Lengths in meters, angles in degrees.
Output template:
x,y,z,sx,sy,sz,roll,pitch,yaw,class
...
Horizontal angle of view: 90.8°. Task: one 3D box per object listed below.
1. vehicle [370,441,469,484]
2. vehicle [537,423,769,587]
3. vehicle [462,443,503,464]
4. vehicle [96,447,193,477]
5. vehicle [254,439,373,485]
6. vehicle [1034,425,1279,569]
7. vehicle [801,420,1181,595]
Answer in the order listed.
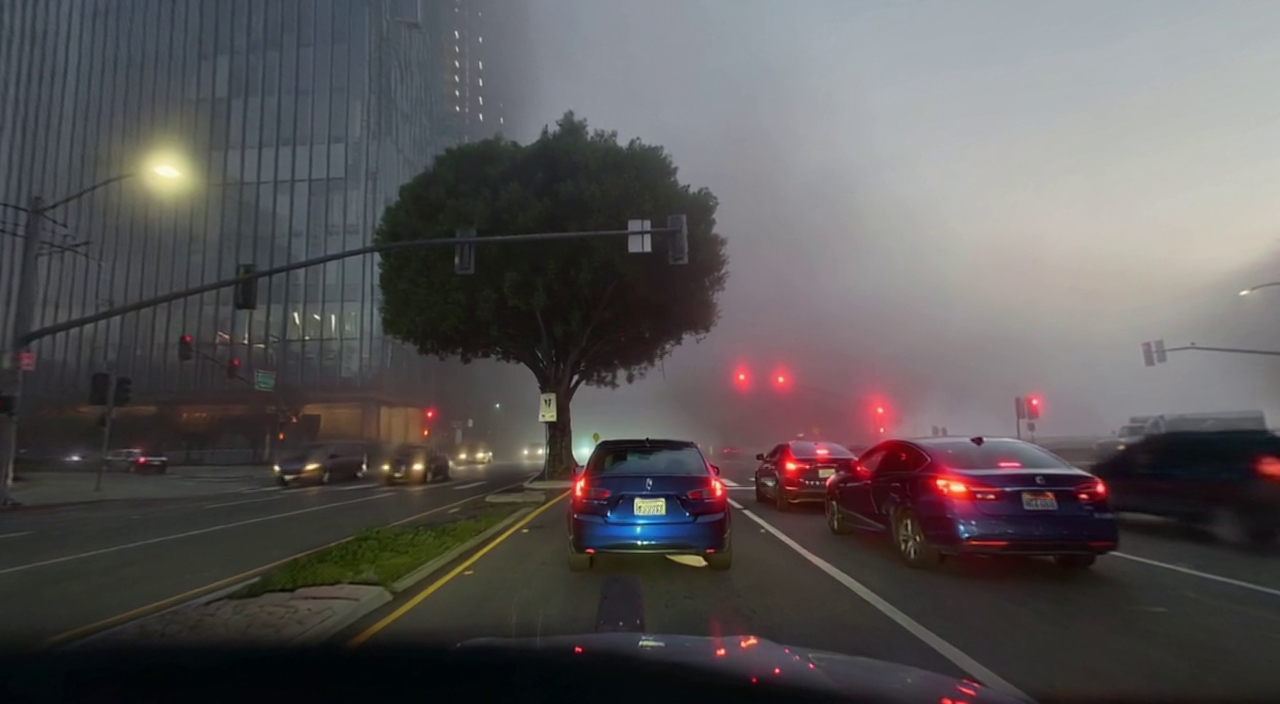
x,y,z,sx,sy,sz,roll,pitch,yaw,class
-8.308,4.187,24.294,2.090,1.475,4.616,0,-9,1,vehicle
0.098,1.688,7.781,2.087,1.468,4.014,0,-9,-1,vehicle
-11.699,7.558,47.240,1.922,1.466,4.422,0,-9,0,vehicle
-26.685,5.908,34.106,3.657,1.528,1.783,1,-9,-4,vehicle
-12.678,4.289,24.967,2.166,1.659,4.654,0,-9,1,vehicle
7.972,1.856,8.706,1.999,1.562,4.675,0,-9,-1,vehicle
3.623,1.686,7.783,2.018,1.491,4.544,0,-9,-1,vehicle
